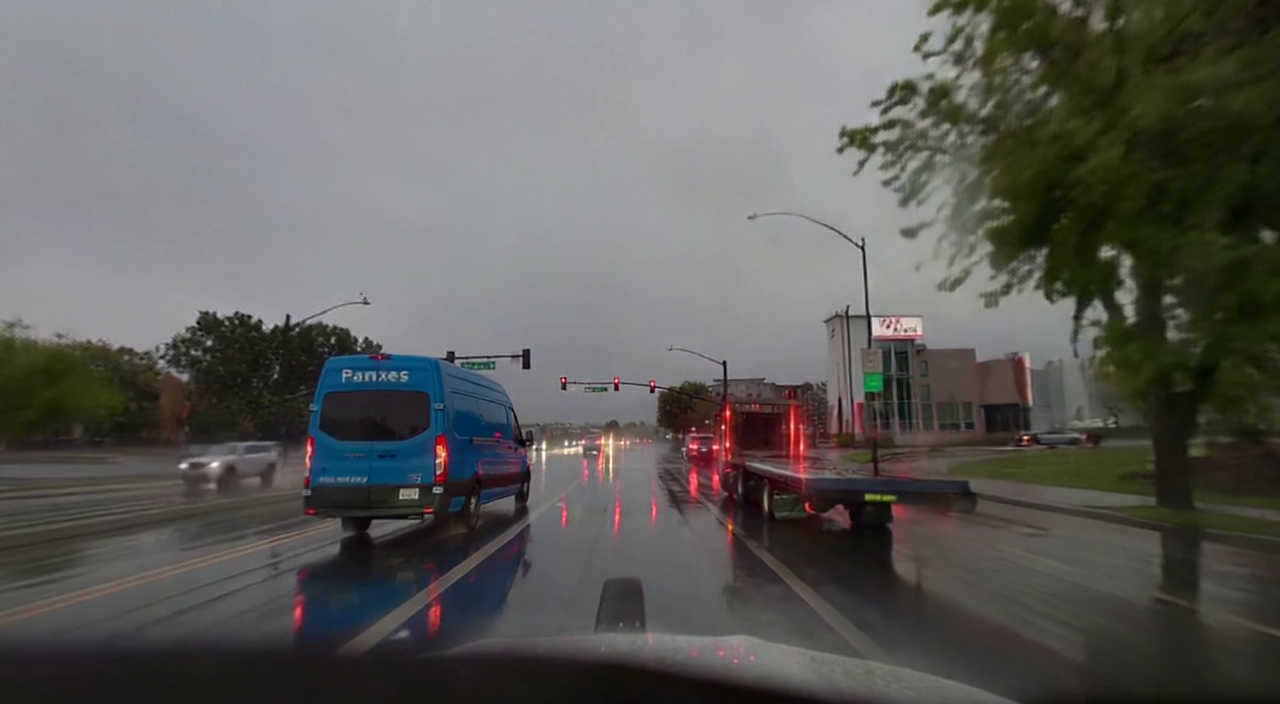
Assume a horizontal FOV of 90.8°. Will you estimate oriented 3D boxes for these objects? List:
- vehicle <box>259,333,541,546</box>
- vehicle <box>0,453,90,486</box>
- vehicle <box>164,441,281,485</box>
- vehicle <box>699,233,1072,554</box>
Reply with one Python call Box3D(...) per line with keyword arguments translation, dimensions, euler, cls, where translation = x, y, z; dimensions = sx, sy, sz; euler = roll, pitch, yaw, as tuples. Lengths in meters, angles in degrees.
Box3D(translation=(-3.631, 1.611, 11.551), dimensions=(2.443, 2.784, 6.493), euler=(0, -9, 1), cls="vehicle")
Box3D(translation=(-31.326, 5.915, 31.865), dimensions=(4.955, 1.514, 1.973), euler=(3, -9, -29), cls="vehicle")
Box3D(translation=(-18.475, 4.911, 28.302), dimensions=(2.036, 1.742, 4.756), euler=(0, -9, -1), cls="vehicle")
Box3D(translation=(3.083, 1.130, 11.806), dimensions=(2.861, 3.525, 9.858), euler=(0, -9, -1), cls="vehicle")
